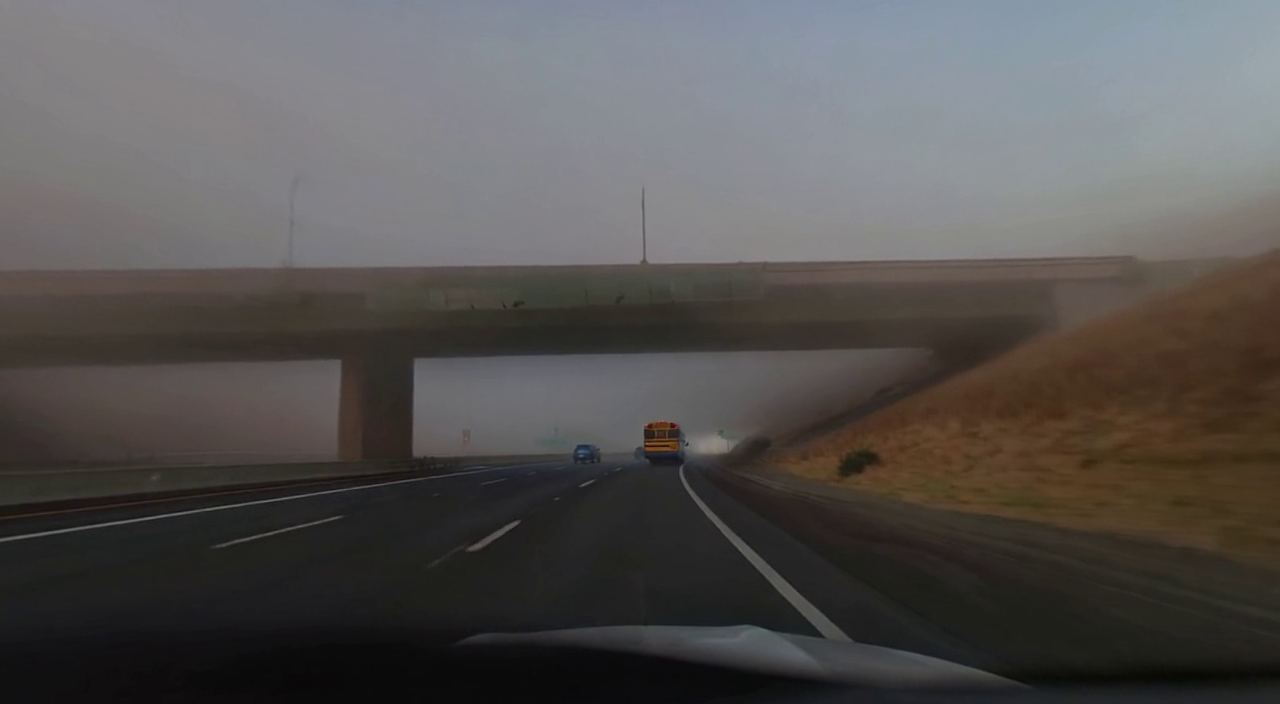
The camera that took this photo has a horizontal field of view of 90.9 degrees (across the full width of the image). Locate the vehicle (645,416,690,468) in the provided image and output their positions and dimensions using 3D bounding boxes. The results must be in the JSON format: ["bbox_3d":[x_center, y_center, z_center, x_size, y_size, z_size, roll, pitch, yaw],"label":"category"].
[{"bbox_3d":[2.090,6.634,46.305,2.945,3.295,10.406,-1,-8,3],"label":"vehicle"}]
